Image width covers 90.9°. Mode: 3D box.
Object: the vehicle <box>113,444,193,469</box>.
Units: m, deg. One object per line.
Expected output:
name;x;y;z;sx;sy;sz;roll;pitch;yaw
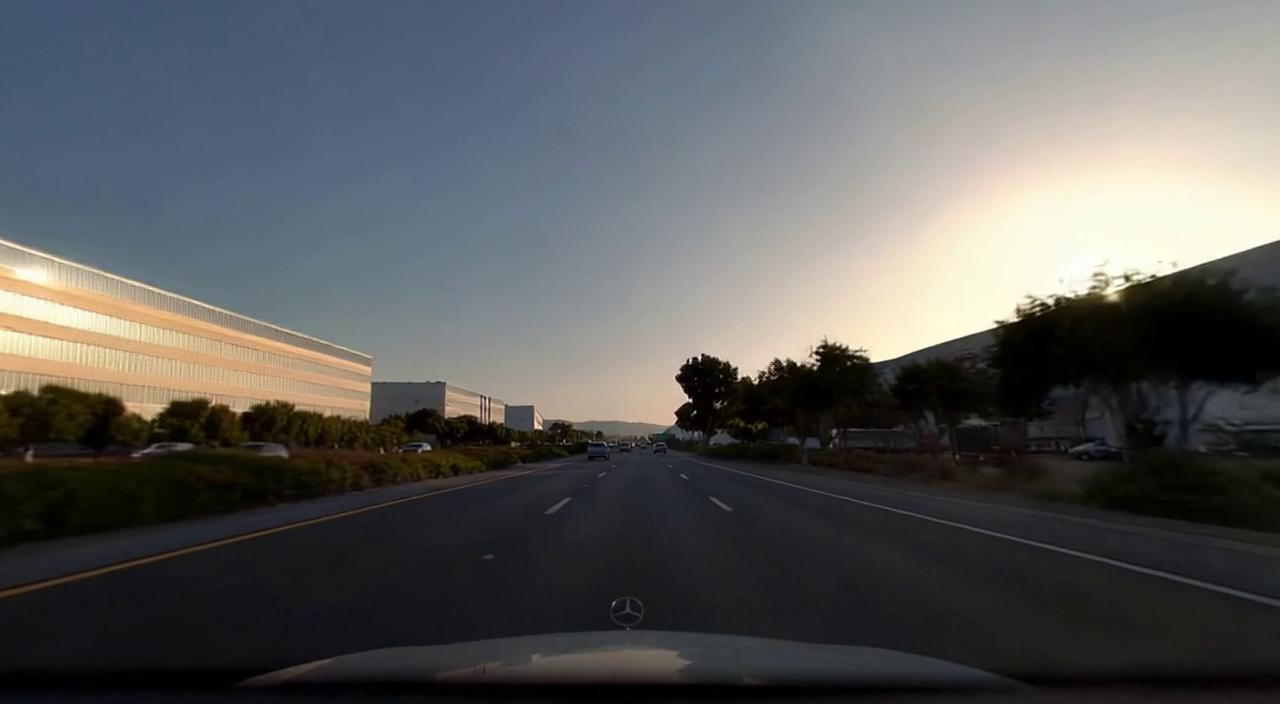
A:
vehicle;-35.813;7.688;46.527;1.948;1.780;4.781;0;-9;1

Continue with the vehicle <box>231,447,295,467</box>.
vehicle;-28.415;7.916;47.734;1.855;1.480;4.724;0;-9;1
